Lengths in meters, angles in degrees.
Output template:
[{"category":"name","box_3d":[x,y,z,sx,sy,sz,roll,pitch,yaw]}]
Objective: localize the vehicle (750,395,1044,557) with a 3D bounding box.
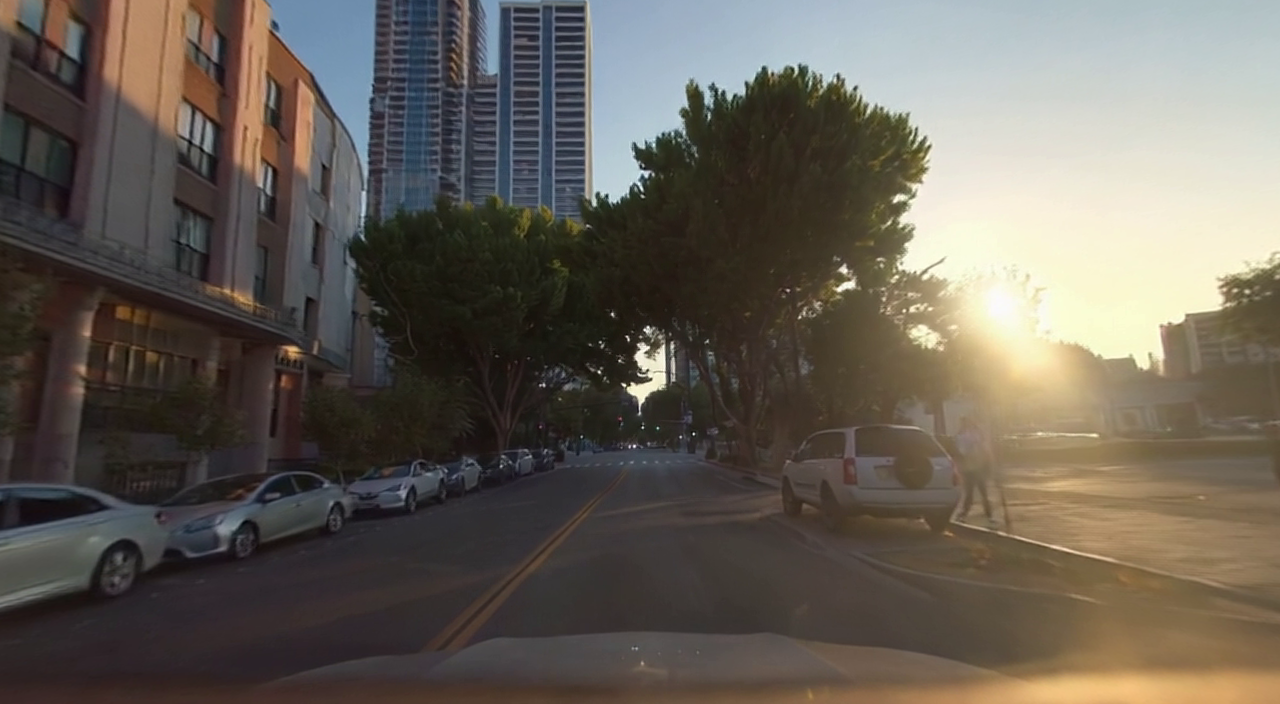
[{"category":"vehicle","box_3d":[3.973,2.096,11.495,2.568,2.001,5.999,-3,-8,-2]}]

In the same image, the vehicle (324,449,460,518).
[{"category":"vehicle","box_3d":[-6.690,3.536,17.601,2.110,1.498,4.555,-3,-8,-2]}]

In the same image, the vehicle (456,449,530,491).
[{"category":"vehicle","box_3d":[-6.440,5.183,28.161,2.270,1.539,4.855,-3,-8,-2]}]

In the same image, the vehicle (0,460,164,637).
[{"category":"vehicle","box_3d":[-6.935,1.867,5.572,1.944,1.574,4.717,-3,-8,-2]}]

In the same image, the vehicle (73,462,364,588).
[{"category":"vehicle","box_3d":[-6.863,2.807,11.167,1.889,1.451,5.013,-3,-8,-2]}]
